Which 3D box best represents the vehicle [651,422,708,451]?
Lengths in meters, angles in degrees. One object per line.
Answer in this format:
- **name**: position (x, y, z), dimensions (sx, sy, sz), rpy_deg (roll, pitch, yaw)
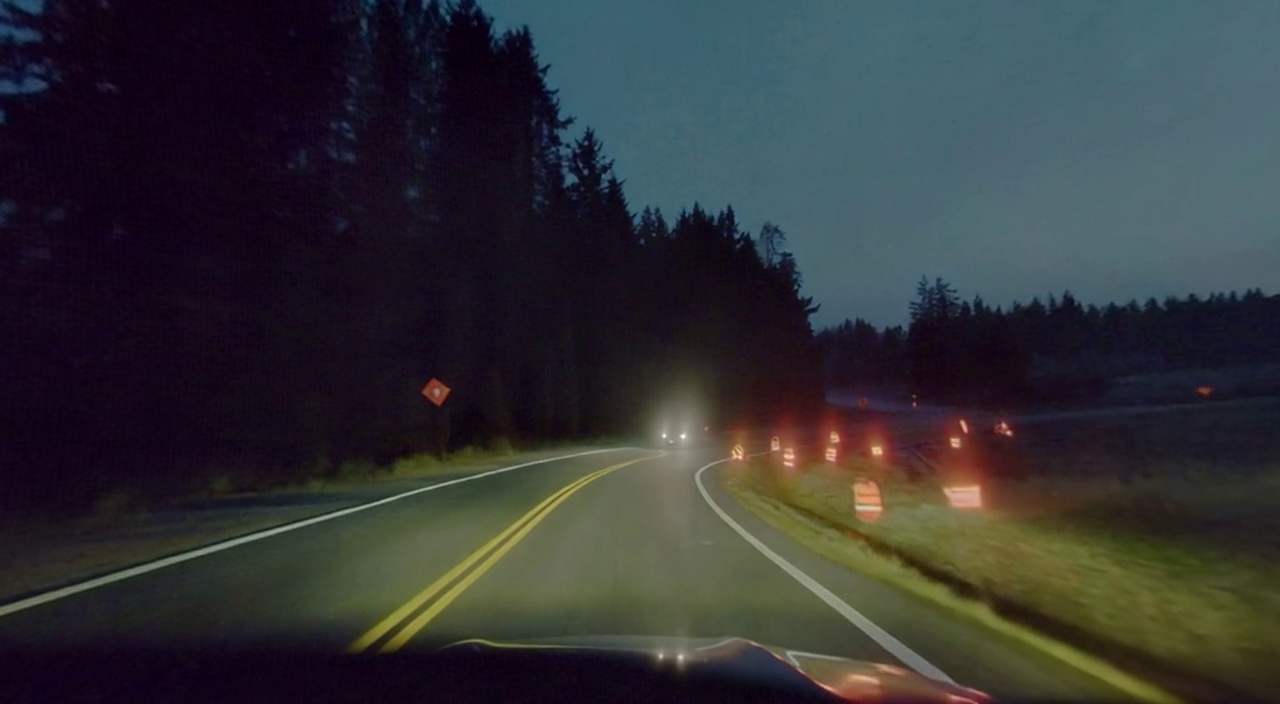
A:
- **vehicle**: position (2.856, 6.032, 44.721), dimensions (2.095, 1.939, 4.857), rpy_deg (-5, -10, 30)
